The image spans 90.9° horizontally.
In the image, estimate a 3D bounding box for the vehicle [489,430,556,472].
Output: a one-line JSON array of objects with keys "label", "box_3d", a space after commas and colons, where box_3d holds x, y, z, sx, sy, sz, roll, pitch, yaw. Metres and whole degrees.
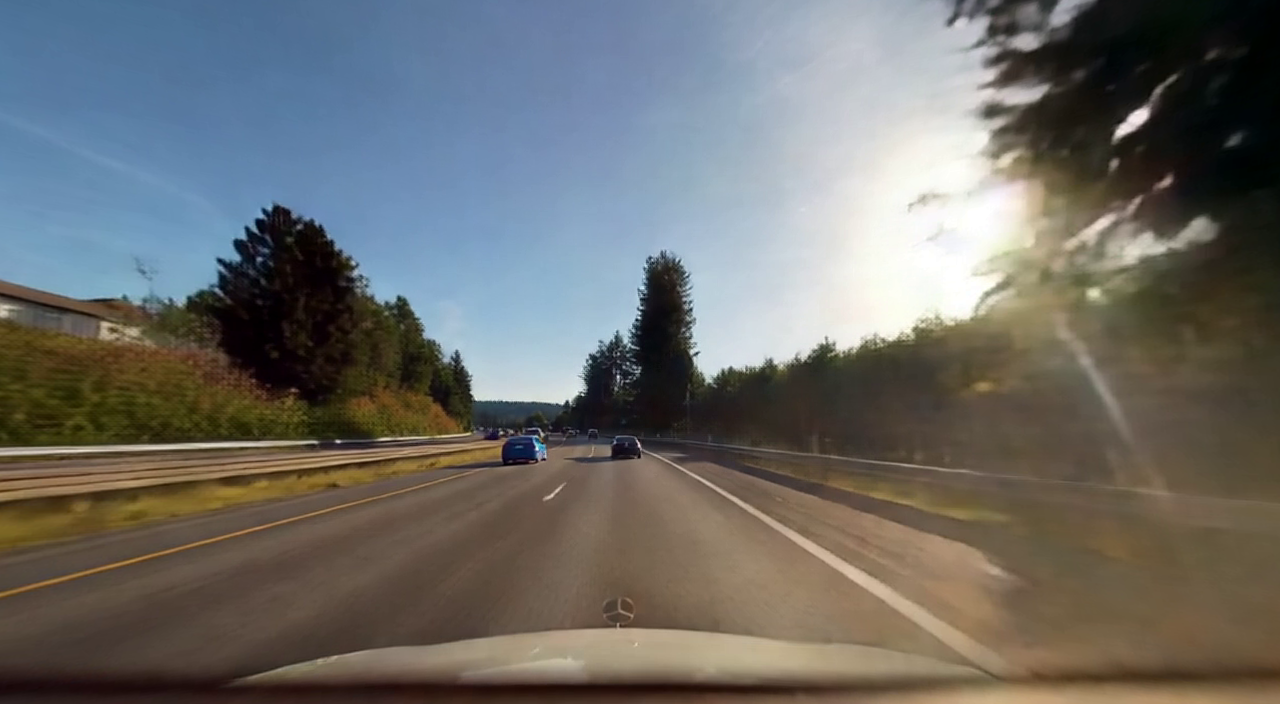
[{"label": "vehicle", "box_3d": [-4.607, 3.929, 25.332, 1.975, 1.518, 4.242, 0, -8, -1]}]

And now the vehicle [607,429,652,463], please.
[{"label": "vehicle", "box_3d": [-0.565, 4.829, 32.506, 2.162, 1.616, 4.242, 0, -8, -1]}]
